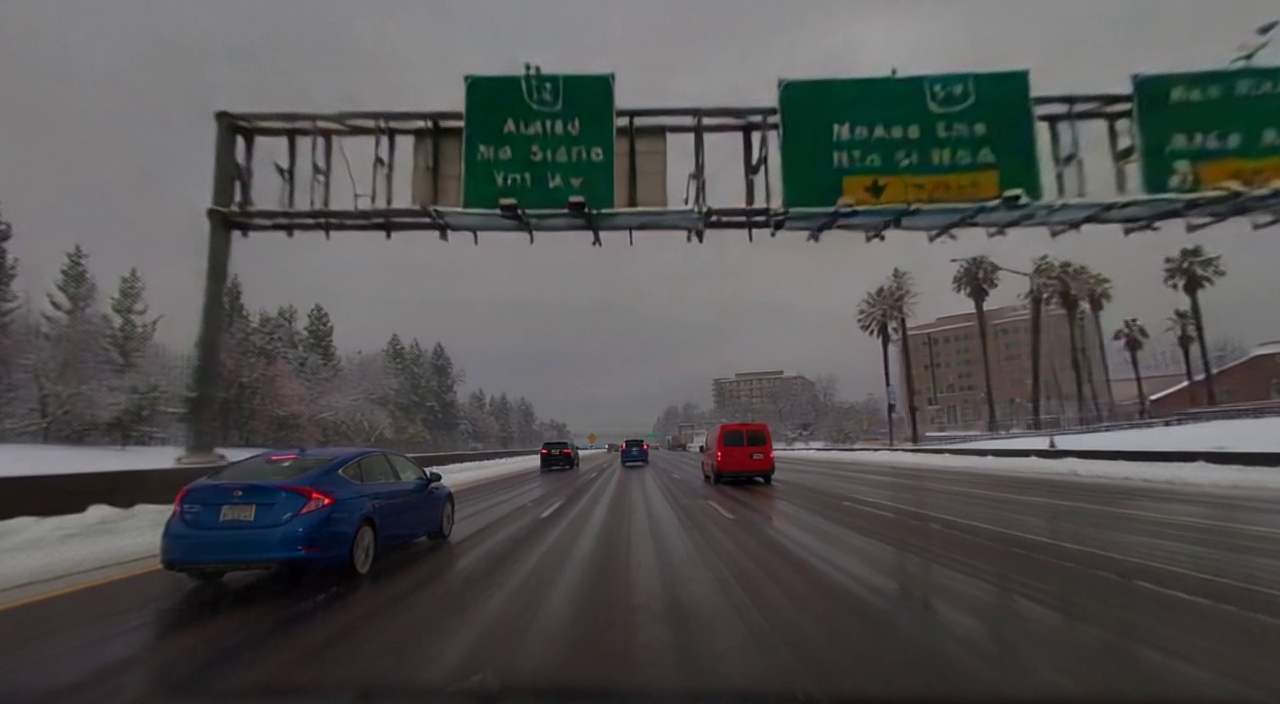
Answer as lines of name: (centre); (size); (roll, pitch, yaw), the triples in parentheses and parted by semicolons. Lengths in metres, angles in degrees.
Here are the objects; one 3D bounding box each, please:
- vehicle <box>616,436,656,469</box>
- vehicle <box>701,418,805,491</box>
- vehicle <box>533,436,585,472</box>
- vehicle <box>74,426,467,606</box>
vehicle: (-0.262, 5.835, 36.630); (2.212, 1.786, 4.198); (0, -9, -1)
vehicle: (3.562, 3.406, 21.219); (2.250, 2.074, 5.723); (0, -9, -2)
vehicle: (-4.175, 5.380, 33.458); (2.109, 1.793, 4.613); (0, -9, 0)
vehicle: (-3.649, 1.688, 7.451); (1.991, 1.469, 4.381); (0, -9, 0)
